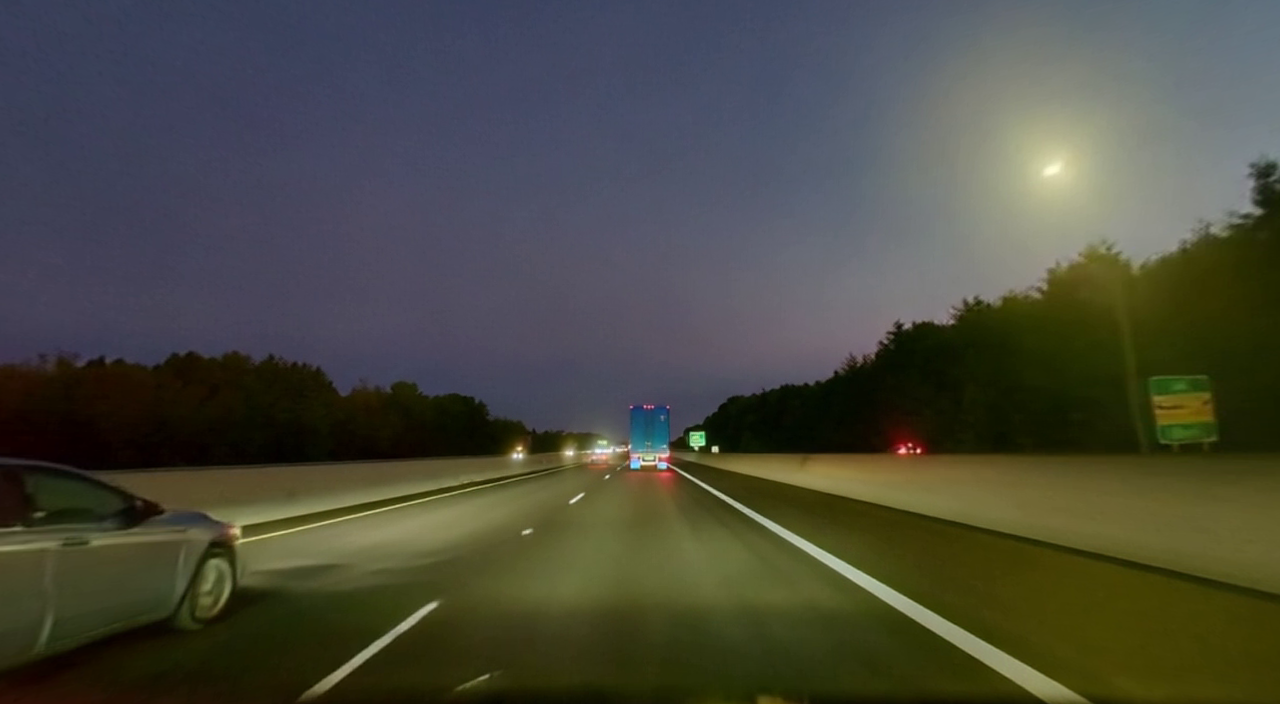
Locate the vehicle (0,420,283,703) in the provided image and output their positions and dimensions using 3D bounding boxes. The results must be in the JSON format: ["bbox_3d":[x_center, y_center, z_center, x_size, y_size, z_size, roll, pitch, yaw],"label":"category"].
[{"bbox_3d":[-4.031,1.073,3.060,1.931,1.466,4.458,0,-9,1],"label":"vehicle"}]

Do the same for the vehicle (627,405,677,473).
[{"bbox_3d":[0.730,6.032,43.309,3.022,4.072,10.318,0,-9,0],"label":"vehicle"}]
